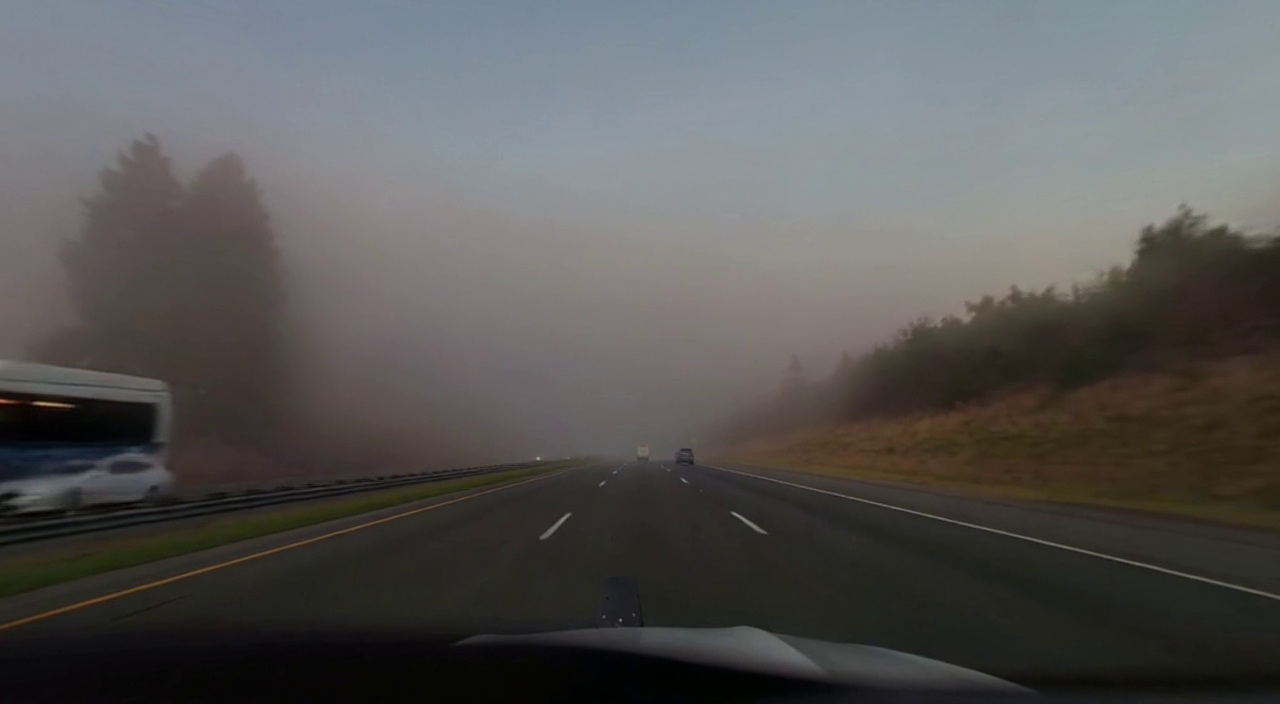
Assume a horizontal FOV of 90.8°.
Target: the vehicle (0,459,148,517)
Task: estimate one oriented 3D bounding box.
[{"bbox_3d":[-16.285,3.756,17.868,1.734,1.406,3.636,0,-9,0],"label":"vehicle"}]
